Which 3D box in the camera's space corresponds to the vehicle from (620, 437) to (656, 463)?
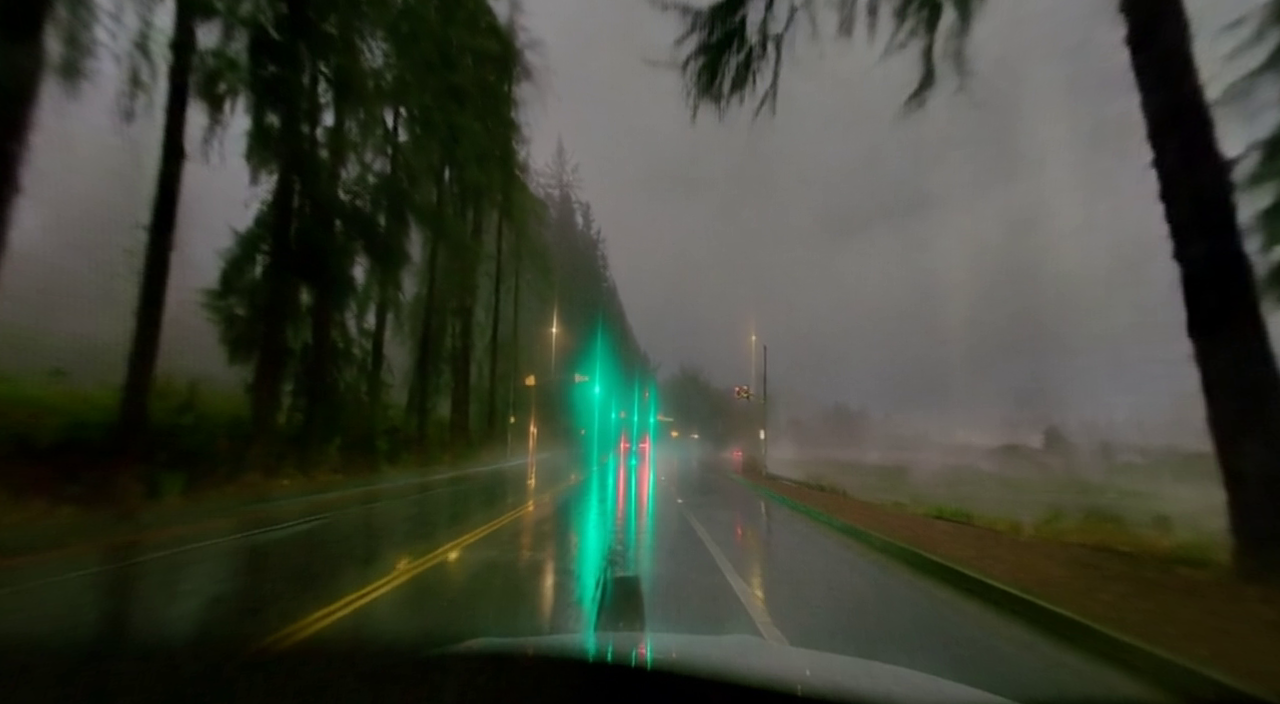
[{"bbox_3d":[-0.105,5.953,38.340,2.042,1.489,3.963,0,-8,0],"label":"vehicle"}]
